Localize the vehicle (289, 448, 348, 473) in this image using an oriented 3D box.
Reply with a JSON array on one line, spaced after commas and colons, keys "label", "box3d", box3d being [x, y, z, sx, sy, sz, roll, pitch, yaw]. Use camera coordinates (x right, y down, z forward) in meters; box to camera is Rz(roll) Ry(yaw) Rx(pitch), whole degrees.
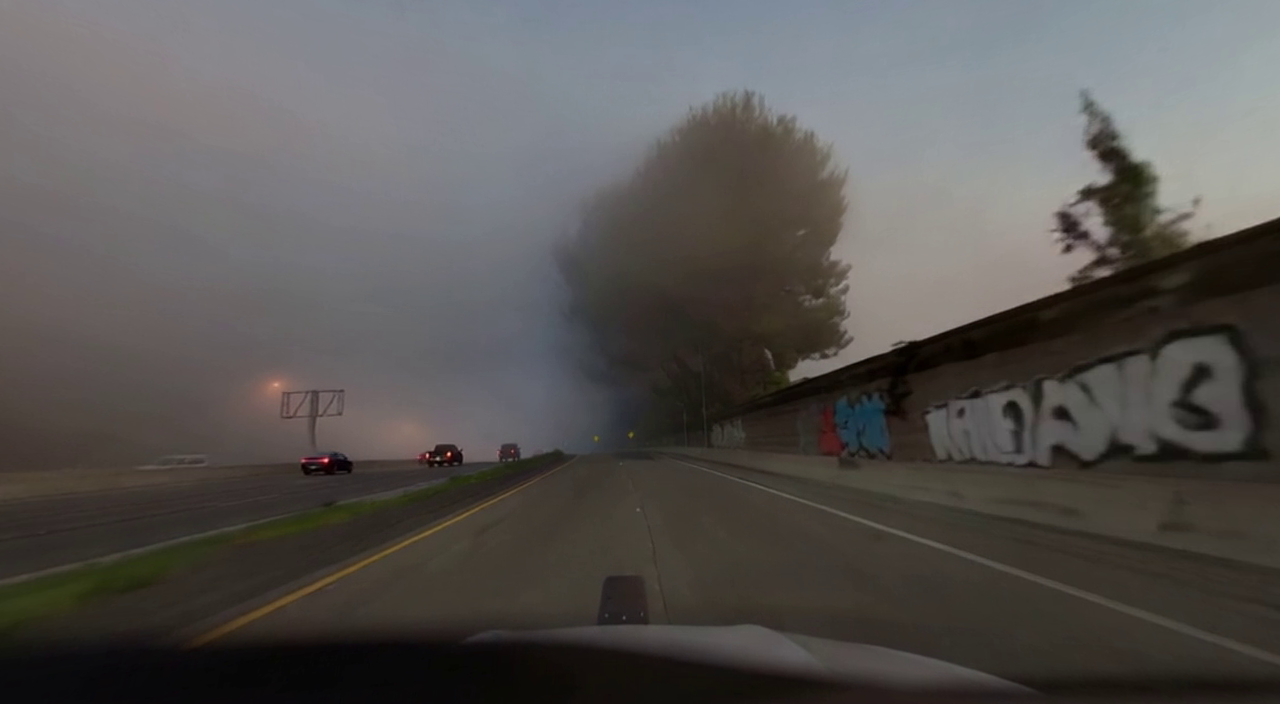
[{"label": "vehicle", "box3d": [-25.108, 8.465, 49.490, 2.158, 1.795, 5.013, 0, -8, -2]}]
